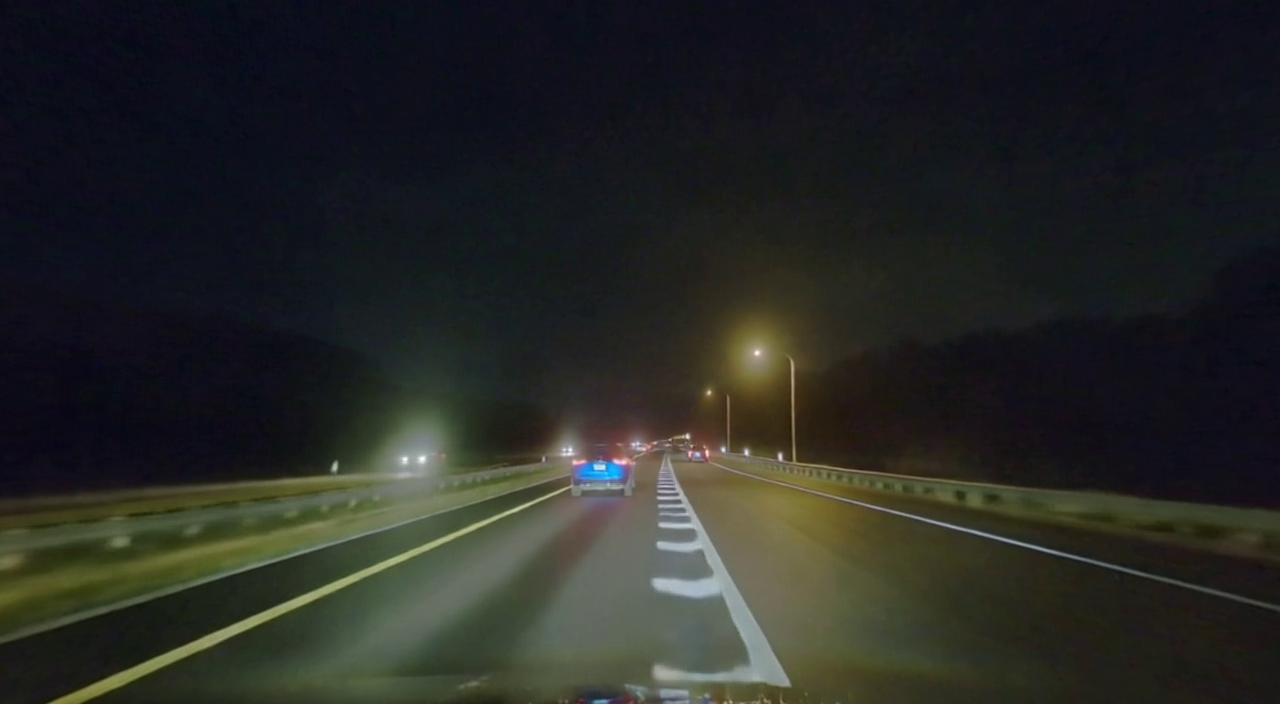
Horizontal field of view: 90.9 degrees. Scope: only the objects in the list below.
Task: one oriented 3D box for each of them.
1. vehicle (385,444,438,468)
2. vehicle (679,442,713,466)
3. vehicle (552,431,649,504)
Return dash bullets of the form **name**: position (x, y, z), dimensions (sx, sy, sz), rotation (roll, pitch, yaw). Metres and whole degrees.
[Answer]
- **vehicle**: position (-17.859, 8.144, 49.612), dimensions (2.248, 1.820, 4.877), rotation (-1, -8, 1)
- **vehicle**: position (3.952, 7.285, 45.064), dimensions (2.073, 1.621, 3.993), rotation (0, -8, 0)
- **vehicle**: position (-0.906, 3.061, 17.114), dimensions (2.143, 1.693, 4.513), rotation (-1, -8, 2)
